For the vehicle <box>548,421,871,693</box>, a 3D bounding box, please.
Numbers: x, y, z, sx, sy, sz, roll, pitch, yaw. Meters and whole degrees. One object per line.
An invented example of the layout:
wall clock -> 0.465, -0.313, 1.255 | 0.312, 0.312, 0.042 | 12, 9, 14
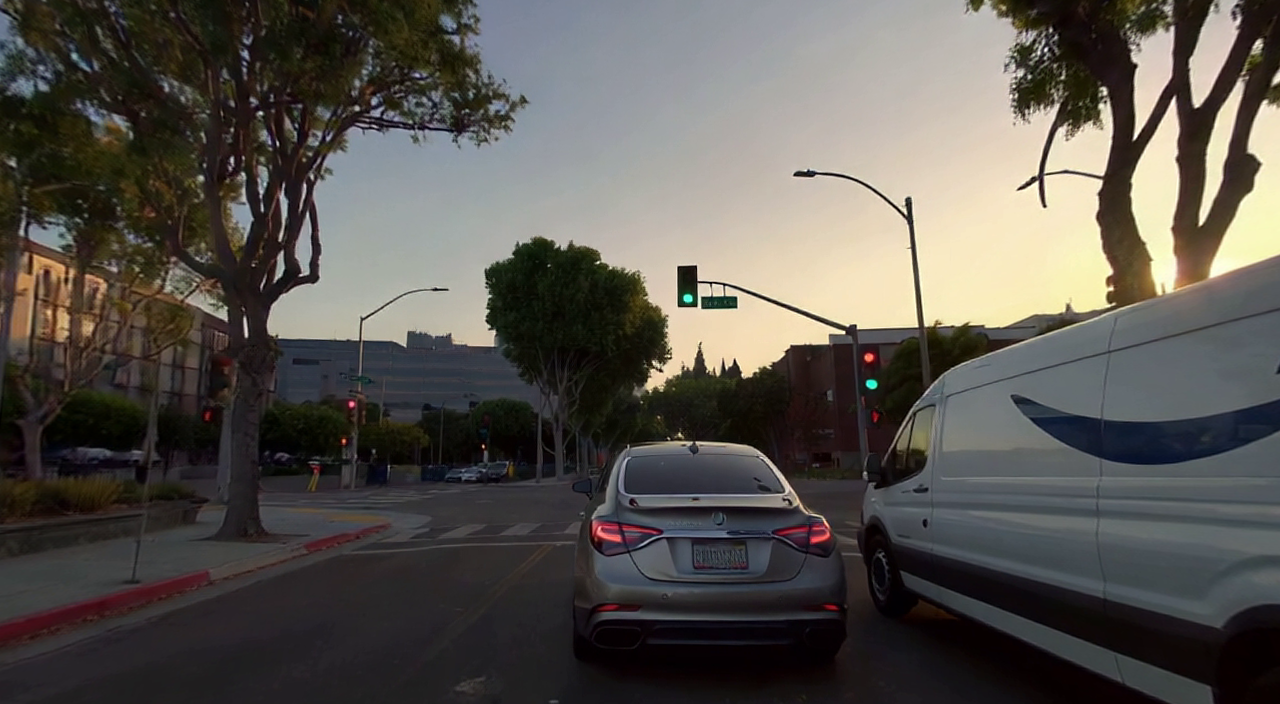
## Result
vehicle -> 0.386, 1.591, 5.735 | 1.961, 1.629, 3.610 | 1, -10, -1

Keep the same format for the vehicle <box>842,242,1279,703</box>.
vehicle -> 2.853, 0.894, 2.902 | 2.054, 1.965, 5.248 | 1, -11, 0
